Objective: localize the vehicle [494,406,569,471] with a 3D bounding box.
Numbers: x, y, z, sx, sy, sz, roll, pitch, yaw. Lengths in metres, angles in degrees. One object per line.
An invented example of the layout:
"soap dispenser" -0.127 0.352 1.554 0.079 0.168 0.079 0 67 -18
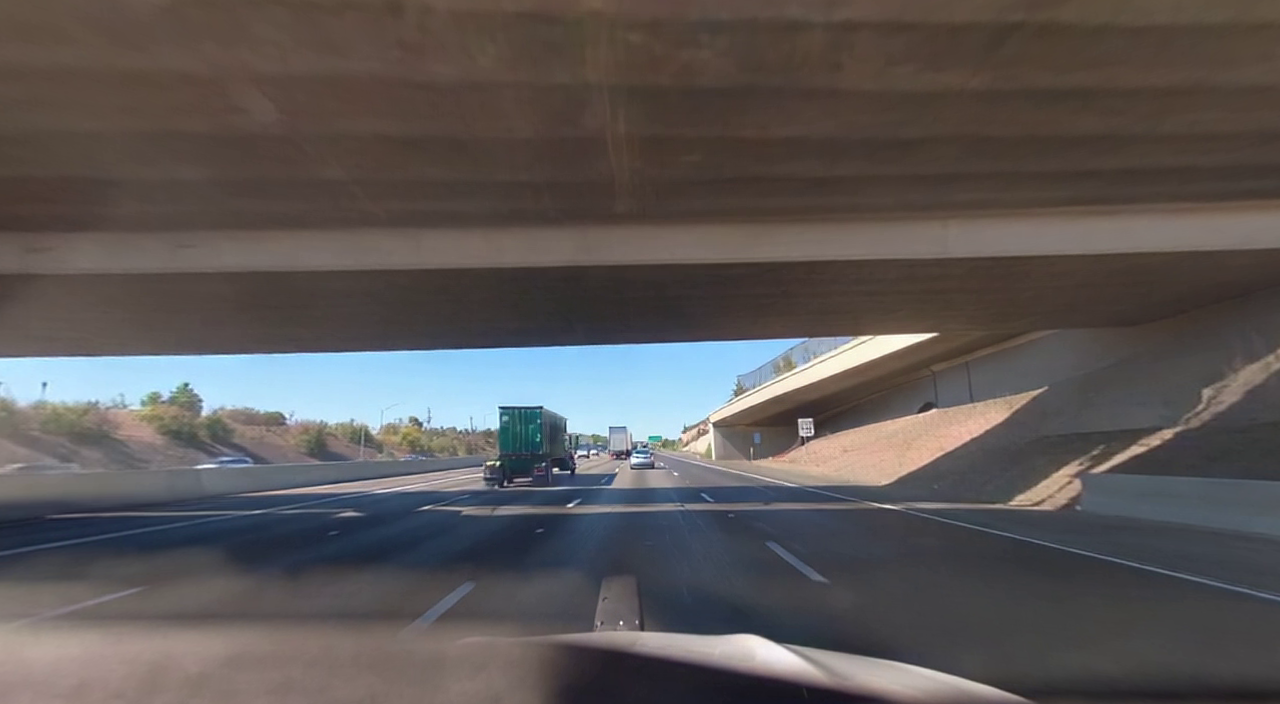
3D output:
"vehicle" -6.984 5.922 42.632 3.067 3.804 11.136 0 -9 0

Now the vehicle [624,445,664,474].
"vehicle" 0.169 5.822 34.299 2.066 1.469 4.050 0 -9 -1
